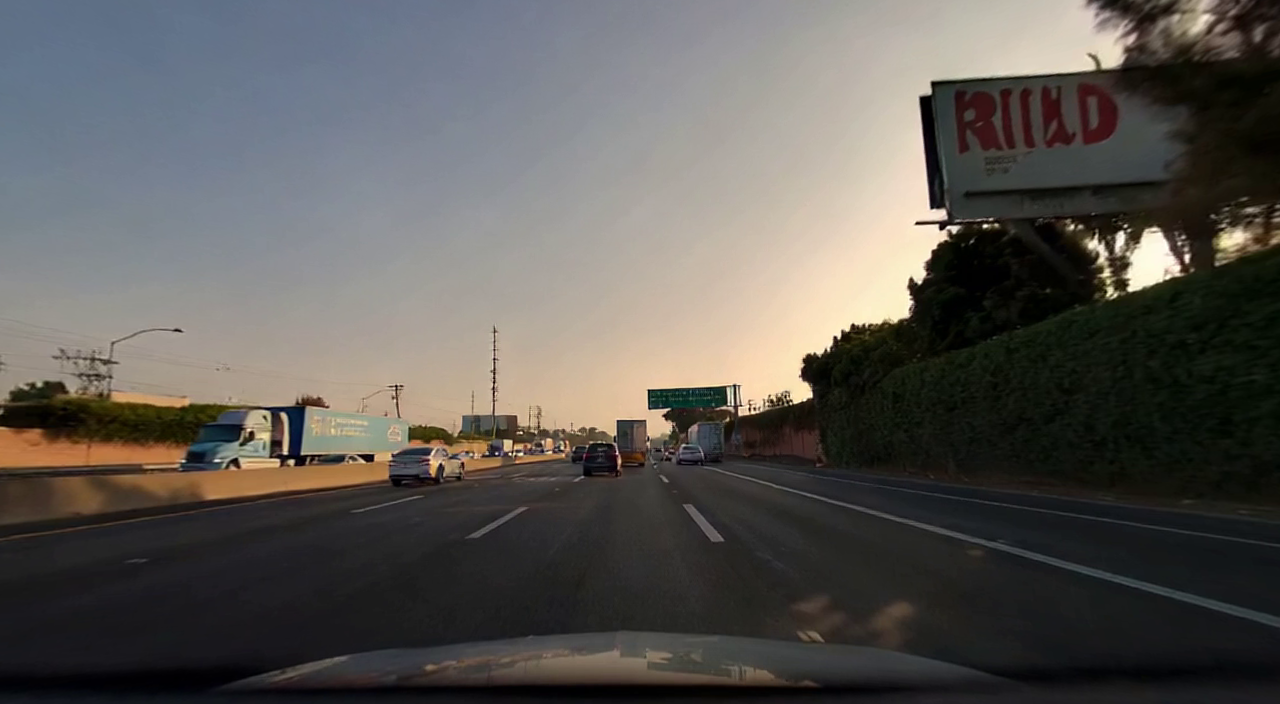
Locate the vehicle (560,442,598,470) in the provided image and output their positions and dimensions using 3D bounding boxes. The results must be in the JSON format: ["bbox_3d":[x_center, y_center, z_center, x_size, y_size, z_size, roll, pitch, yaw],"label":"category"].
[{"bbox_3d":[-4.205,7.248,44.330,2.167,1.780,4.847,0,-9,0],"label":"vehicle"}]

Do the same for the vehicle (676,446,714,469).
[{"bbox_3d":[3.682,7.132,42.959,2.015,1.462,4.691,0,-9,-2],"label":"vehicle"}]

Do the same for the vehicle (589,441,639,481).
[{"bbox_3d":[-1.222,4.948,28.999,2.132,1.679,4.045,0,-9,-3],"label":"vehicle"}]

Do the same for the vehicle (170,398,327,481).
[{"bbox_3d":[-20.816,4.810,34.475,3.029,3.918,8.325,0,-9,1],"label":"vehicle"}]

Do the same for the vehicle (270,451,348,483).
[{"bbox_3d":[-16.552,5.746,31.896,1.801,1.429,3.939,0,-9,0],"label":"vehicle"}]

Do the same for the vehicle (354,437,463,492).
[{"bbox_3d":[-8.034,3.945,22.499,2.129,1.717,4.593,0,-9,0],"label":"vehicle"}]
